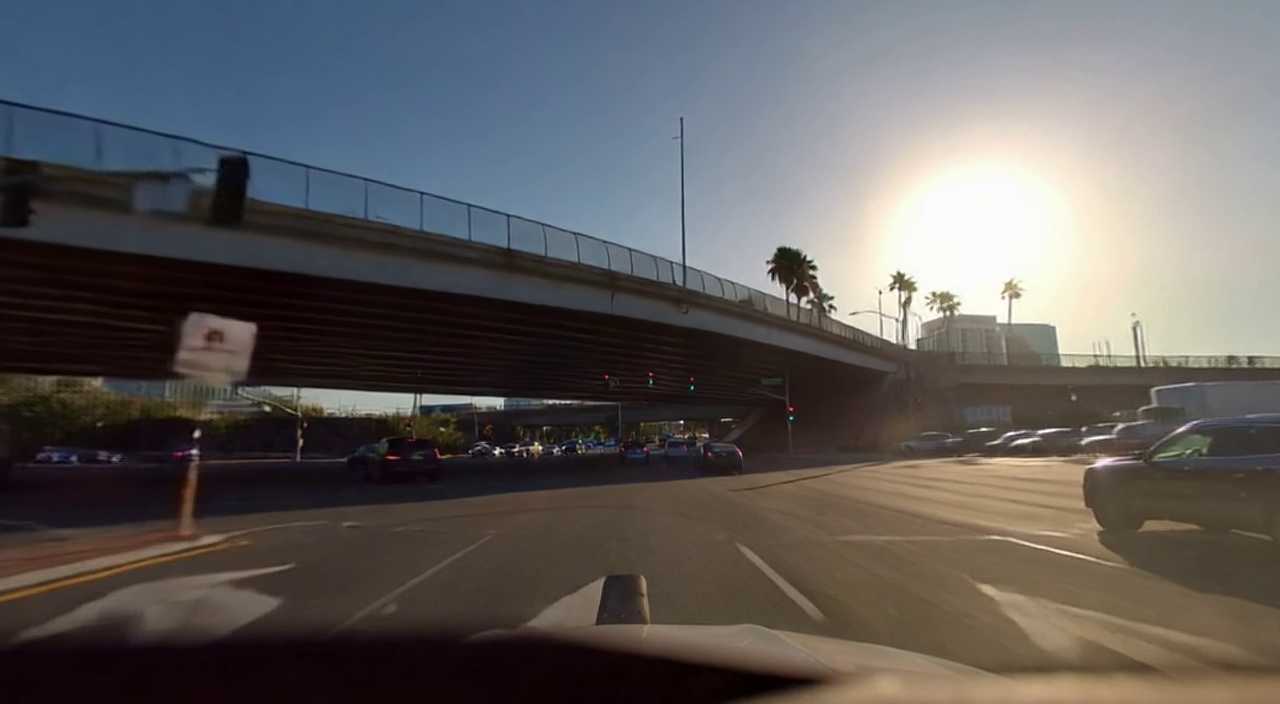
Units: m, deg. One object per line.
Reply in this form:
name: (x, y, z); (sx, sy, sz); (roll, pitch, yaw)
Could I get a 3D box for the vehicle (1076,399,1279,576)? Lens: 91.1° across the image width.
vehicle: (6.996, 1.362, 6.489); (1.964, 1.647, 4.114); (0, -8, 0)

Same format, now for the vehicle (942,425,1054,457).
vehicle: (23.531, 5.874, 41.549); (5.932, 2.021, 2.430); (-2, -8, 15)

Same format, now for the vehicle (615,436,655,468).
vehicle: (-0.270, 5.784, 36.518); (2.172, 1.694, 4.055); (0, -8, 0)

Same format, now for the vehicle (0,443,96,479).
vehicle: (-35.117, 6.361, 36.843); (5.014, 1.956, 2.232); (-2, -8, 15)

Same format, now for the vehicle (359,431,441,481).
vehicle: (-11.098, 4.683, 28.730); (2.485, 2.012, 5.498); (5, -9, -30)

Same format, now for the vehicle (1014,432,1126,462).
vehicle: (23.209, 5.127, 34.078); (4.547, 1.527, 1.890); (-2, -8, 15)

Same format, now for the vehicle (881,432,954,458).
vehicle: (20.280, 6.865, 46.161); (4.638, 1.694, 2.079); (-5, -12, 19)

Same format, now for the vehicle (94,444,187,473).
vehicle: (-34.643, 7.357, 43.573); (5.302, 1.847, 2.233); (-2, -8, 15)

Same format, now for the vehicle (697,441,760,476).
vehicle: (3.851, 4.684, 27.907); (2.156, 1.404, 4.120); (0, -8, -1)
